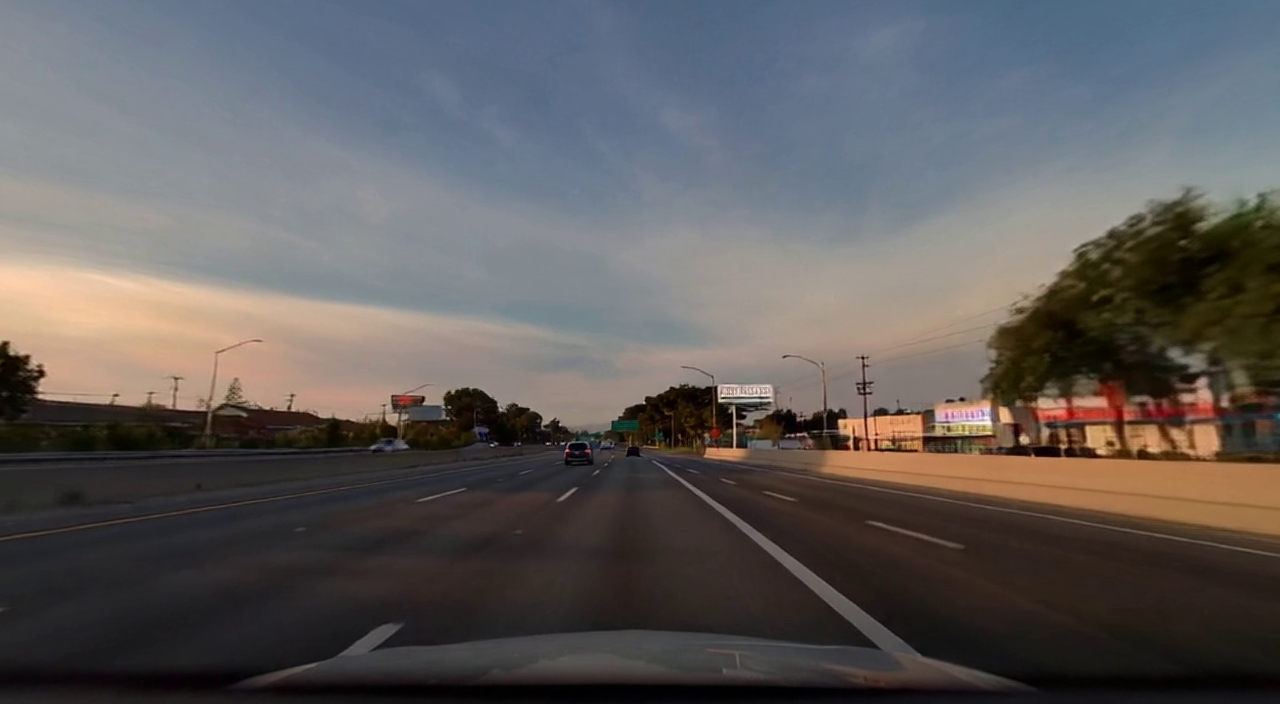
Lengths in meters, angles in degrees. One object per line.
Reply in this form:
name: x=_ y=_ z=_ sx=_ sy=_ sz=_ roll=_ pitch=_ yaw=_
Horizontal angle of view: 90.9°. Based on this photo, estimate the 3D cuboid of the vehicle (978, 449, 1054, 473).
vehicle: x=29.556 y=8.576 z=49.868 sx=1.972 sy=1.749 sz=5.464 roll=2 pitch=-9 yaw=-10

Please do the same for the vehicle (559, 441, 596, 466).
vehicle: x=-4.559 y=7.532 z=47.175 sx=2.236 sy=1.736 sz=5.585 roll=0 pitch=-8 yaw=0
